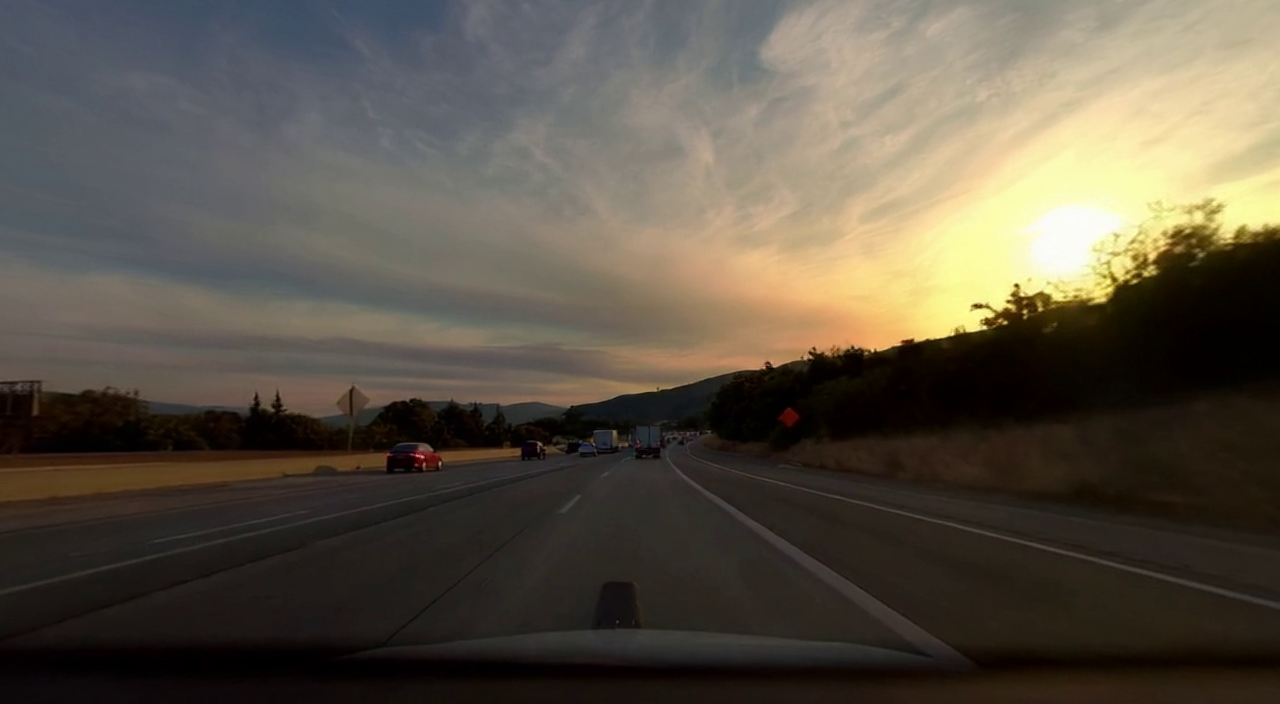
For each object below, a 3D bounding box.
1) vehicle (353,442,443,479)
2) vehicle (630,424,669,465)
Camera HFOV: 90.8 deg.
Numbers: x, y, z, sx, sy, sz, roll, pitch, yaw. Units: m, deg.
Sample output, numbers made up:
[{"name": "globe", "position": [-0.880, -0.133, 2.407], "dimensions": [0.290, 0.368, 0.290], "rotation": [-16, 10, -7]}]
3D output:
[{"name": "vehicle", "position": [-10.313, 4.643, 27.325], "dimensions": [1.952, 1.457, 4.689], "rotation": [0, -8, 1]}, {"name": "vehicle", "position": [0.744, 7.146, 49.124], "dimensions": [2.768, 2.854, 6.757], "rotation": [2, -8, 1]}]
